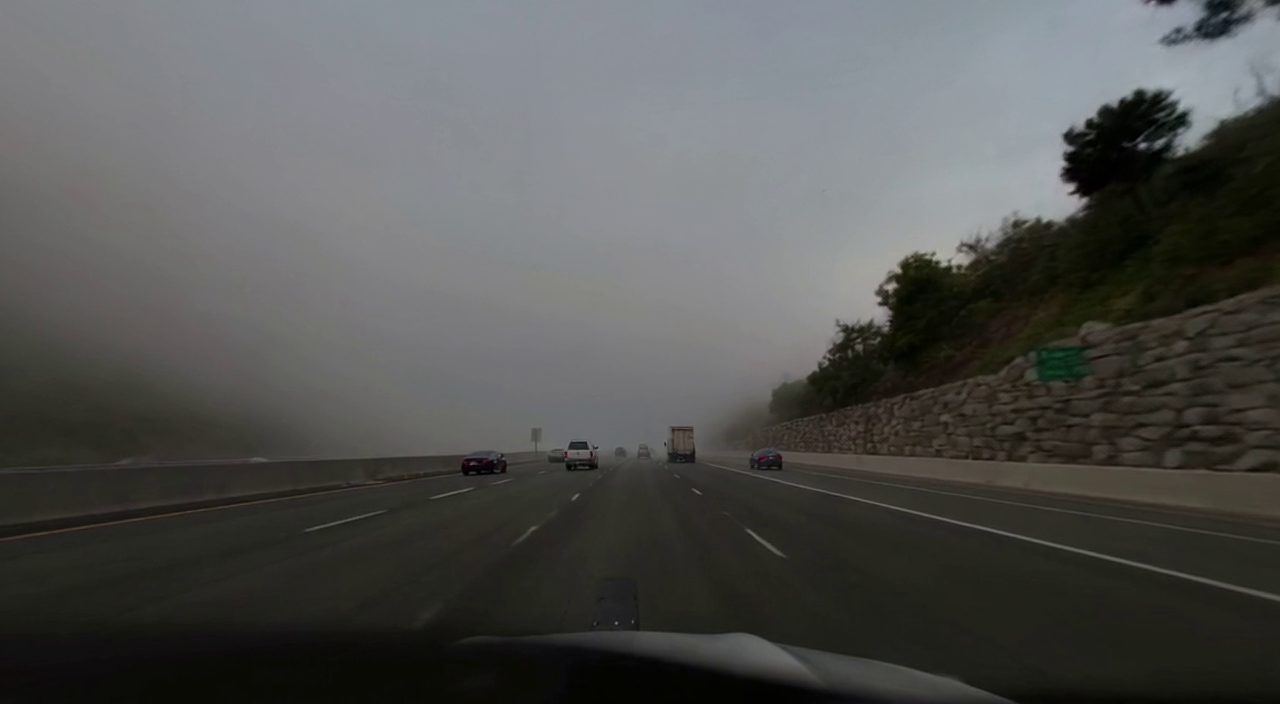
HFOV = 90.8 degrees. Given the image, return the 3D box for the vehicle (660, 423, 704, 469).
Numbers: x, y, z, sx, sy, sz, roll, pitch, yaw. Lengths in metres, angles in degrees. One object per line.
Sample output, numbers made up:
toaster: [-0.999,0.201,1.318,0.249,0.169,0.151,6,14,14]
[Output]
vehicle: [3.082,7.191,48.333,2.795,3.187,7.205,0,-9,0]

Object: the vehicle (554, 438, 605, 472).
vehicle: [-3.859,6.698,41.232,2.720,2.041,5.432,0,-9,1]

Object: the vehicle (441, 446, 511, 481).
vehicle: [-7.677,5.227,29.996,2.102,1.522,4.394,0,-9,0]
